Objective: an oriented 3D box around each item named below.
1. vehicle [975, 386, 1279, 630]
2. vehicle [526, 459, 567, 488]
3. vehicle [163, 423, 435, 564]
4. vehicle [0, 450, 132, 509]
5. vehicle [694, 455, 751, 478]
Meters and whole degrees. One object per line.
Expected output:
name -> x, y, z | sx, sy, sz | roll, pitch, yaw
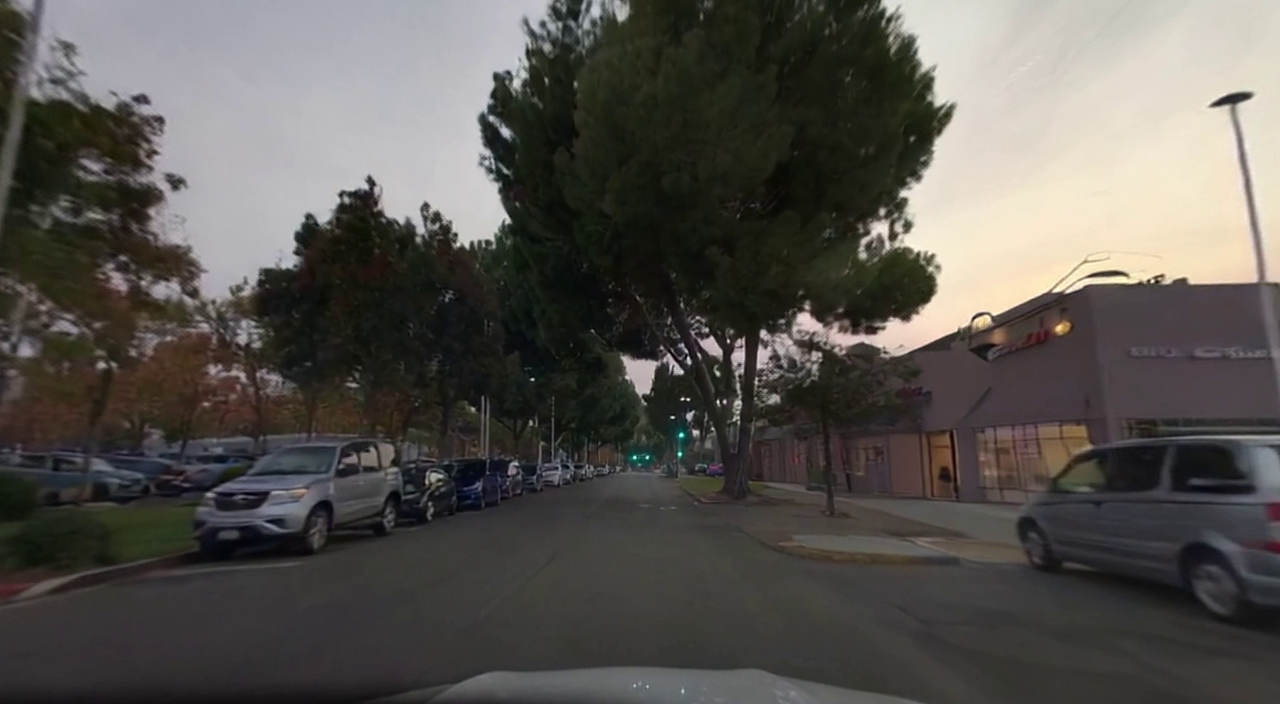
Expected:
vehicle -> 5.724, 1.470, 6.297 | 2.054, 1.779, 4.650 | 1, -11, -1
vehicle -> -5.705, 7.530, 39.086 | 1.832, 1.623, 4.424 | 1, -11, 0
vehicle -> -5.843, 2.567, 11.959 | 2.196, 2.001, 5.548 | 1, -11, -3
vehicle -> -16.548, 3.488, 17.353 | 3.578, 1.455, 1.734 | -2, -9, 1
vehicle -> 6.451, 9.024, 49.481 | 4.193, 1.665, 1.924 | 1, -11, -1
